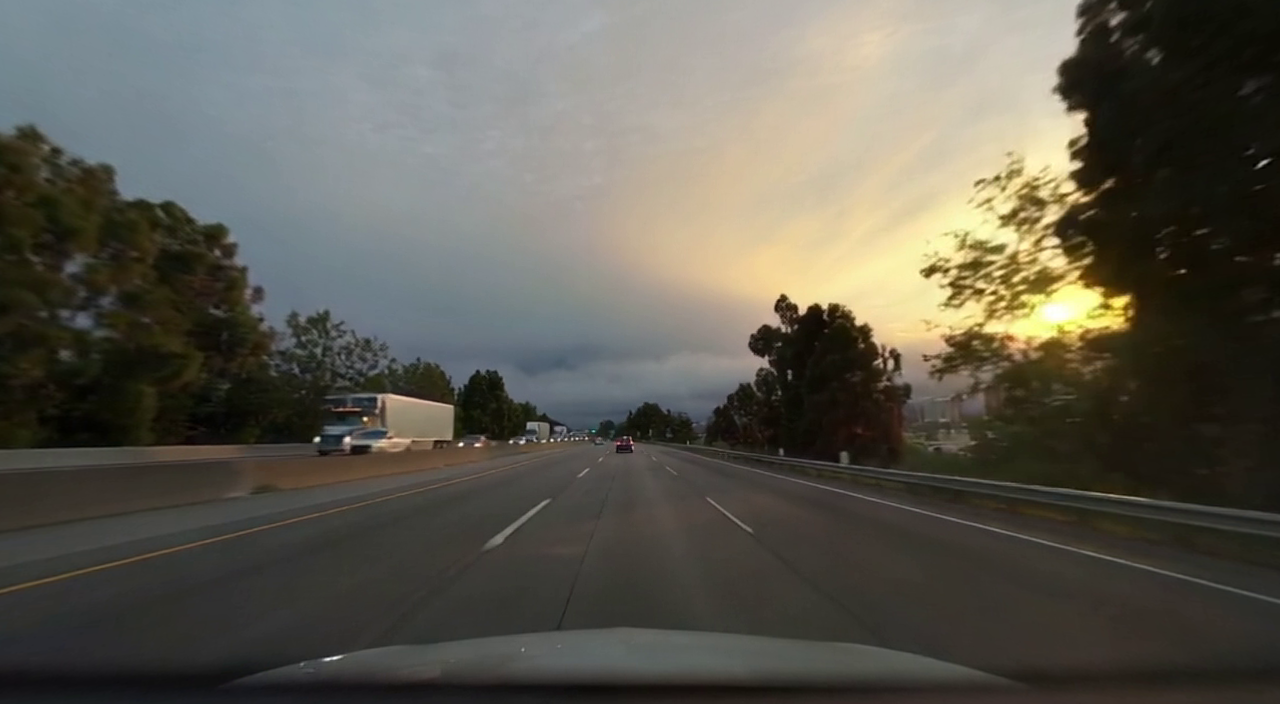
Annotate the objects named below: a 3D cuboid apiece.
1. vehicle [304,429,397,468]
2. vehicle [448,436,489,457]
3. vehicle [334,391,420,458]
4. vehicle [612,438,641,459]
[{"bbox_3d":[-12.611,4.241,27.792,2.122,1.566,4.276,0,-8,-1],"label":"vehicle"},{"bbox_3d":[-12.909,7.128,47.712,1.926,1.472,4.509,0,-8,-1],"label":"vehicle"},{"bbox_3d":[-17.360,4.921,42.112,3.058,4.142,6.328,0,-8,-2],"label":"vehicle"},{"bbox_3d":[-1.061,7.445,48.821,2.099,1.504,3.843,0,-8,-2],"label":"vehicle"}]
